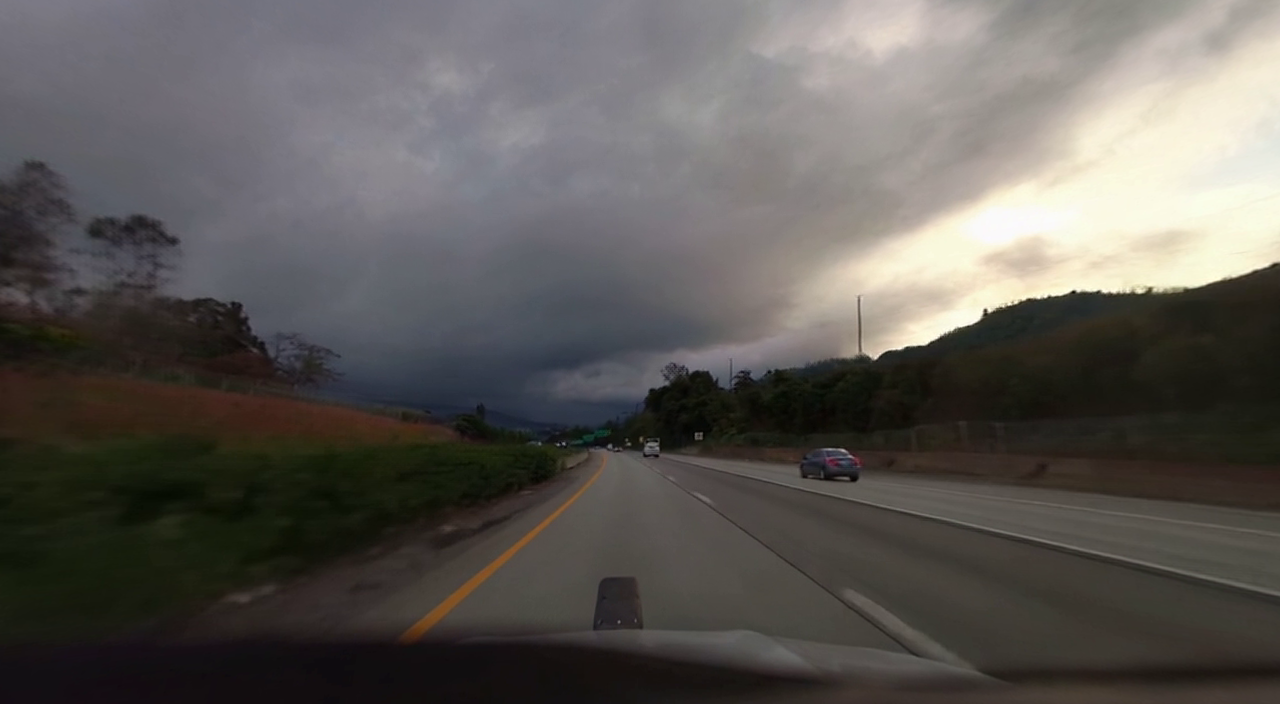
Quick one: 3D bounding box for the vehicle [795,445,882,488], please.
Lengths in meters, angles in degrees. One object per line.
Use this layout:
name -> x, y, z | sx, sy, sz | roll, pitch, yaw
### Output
vehicle -> 7.402, 4.311, 23.890 | 1.942, 1.462, 3.926 | 0, -9, -1
